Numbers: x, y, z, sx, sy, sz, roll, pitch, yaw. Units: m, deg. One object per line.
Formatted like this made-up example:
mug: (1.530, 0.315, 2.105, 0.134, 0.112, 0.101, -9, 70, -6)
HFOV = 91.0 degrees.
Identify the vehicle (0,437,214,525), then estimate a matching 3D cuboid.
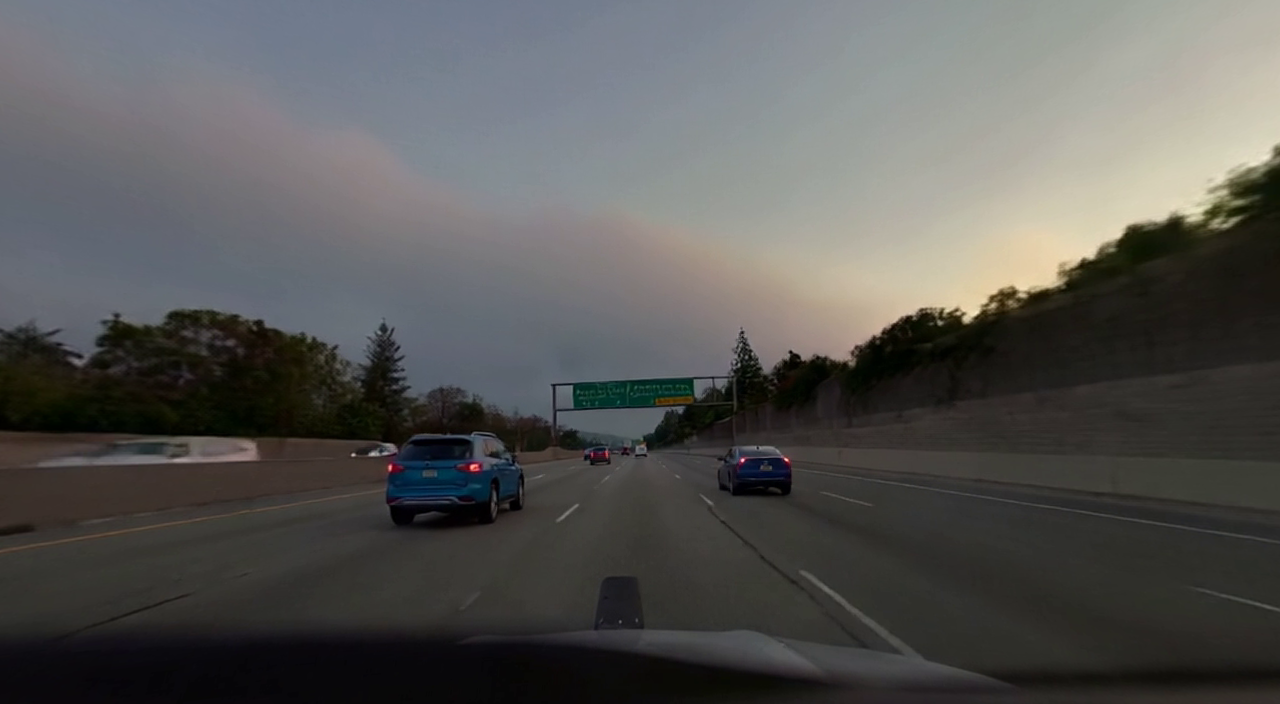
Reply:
vehicle: (-11.699, 2.642, 13.560, 1.871, 1.551, 4.448, 0, -9, 0)

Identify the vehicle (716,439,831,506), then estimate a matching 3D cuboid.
vehicle: (3.223, 2.998, 16.122, 1.979, 1.486, 4.125, 0, -9, -1)

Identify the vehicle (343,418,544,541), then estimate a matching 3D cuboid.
vehicle: (-3.178, 2.173, 11.388, 2.137, 1.756, 4.453, 0, -8, 1)
